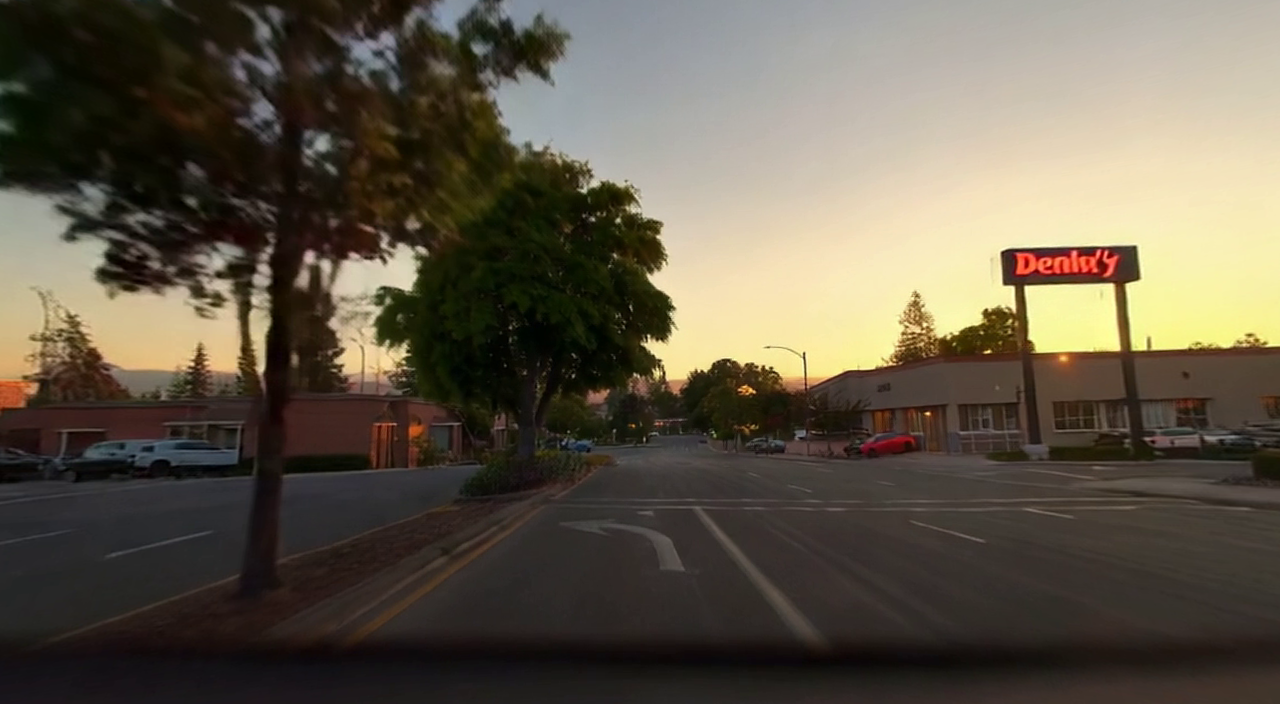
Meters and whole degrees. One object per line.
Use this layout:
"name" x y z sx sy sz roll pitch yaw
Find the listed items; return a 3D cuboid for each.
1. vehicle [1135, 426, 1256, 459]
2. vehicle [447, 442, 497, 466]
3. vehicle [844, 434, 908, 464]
"vehicle" 26.677 4.390 30.593 1.836 1.497 4.419 0 -8 0
"vehicle" -11.514 7.016 43.591 1.997 1.516 4.790 0 -8 1
"vehicle" 13.828 5.724 37.338 1.987 1.694 4.523 0 -9 -1
